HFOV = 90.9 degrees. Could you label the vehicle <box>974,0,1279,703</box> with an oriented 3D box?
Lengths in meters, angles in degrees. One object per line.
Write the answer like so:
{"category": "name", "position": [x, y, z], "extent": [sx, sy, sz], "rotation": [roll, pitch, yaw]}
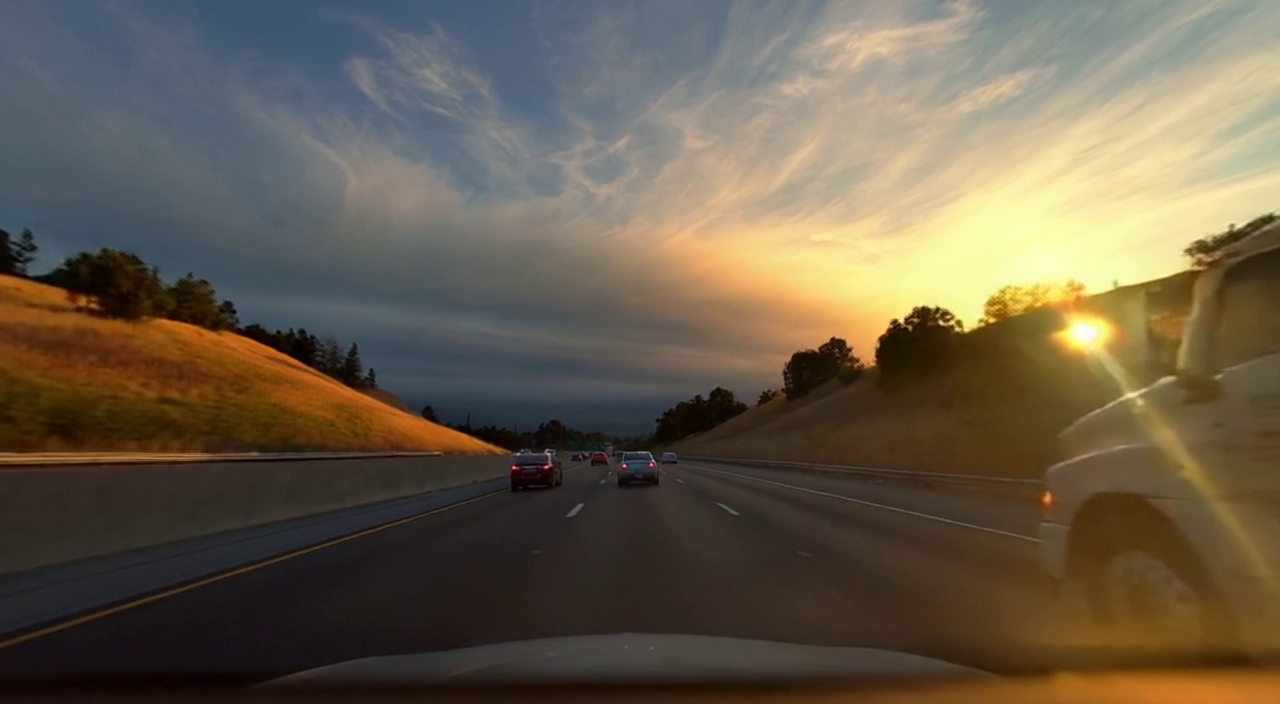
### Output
{"category": "vehicle", "position": [4.305, -0.275, 1.718], "extent": [3.017, 3.953, 6.582], "rotation": [0, -9, 0]}

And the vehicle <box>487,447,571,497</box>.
{"category": "vehicle", "position": [-3.790, 4.172, 22.336], "extent": [2.153, 1.581, 4.375], "rotation": [0, -9, 0]}

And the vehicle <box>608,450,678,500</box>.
{"category": "vehicle", "position": [0.072, 3.880, 20.297], "extent": [2.023, 1.400, 4.028], "rotation": [0, -9, 0]}
